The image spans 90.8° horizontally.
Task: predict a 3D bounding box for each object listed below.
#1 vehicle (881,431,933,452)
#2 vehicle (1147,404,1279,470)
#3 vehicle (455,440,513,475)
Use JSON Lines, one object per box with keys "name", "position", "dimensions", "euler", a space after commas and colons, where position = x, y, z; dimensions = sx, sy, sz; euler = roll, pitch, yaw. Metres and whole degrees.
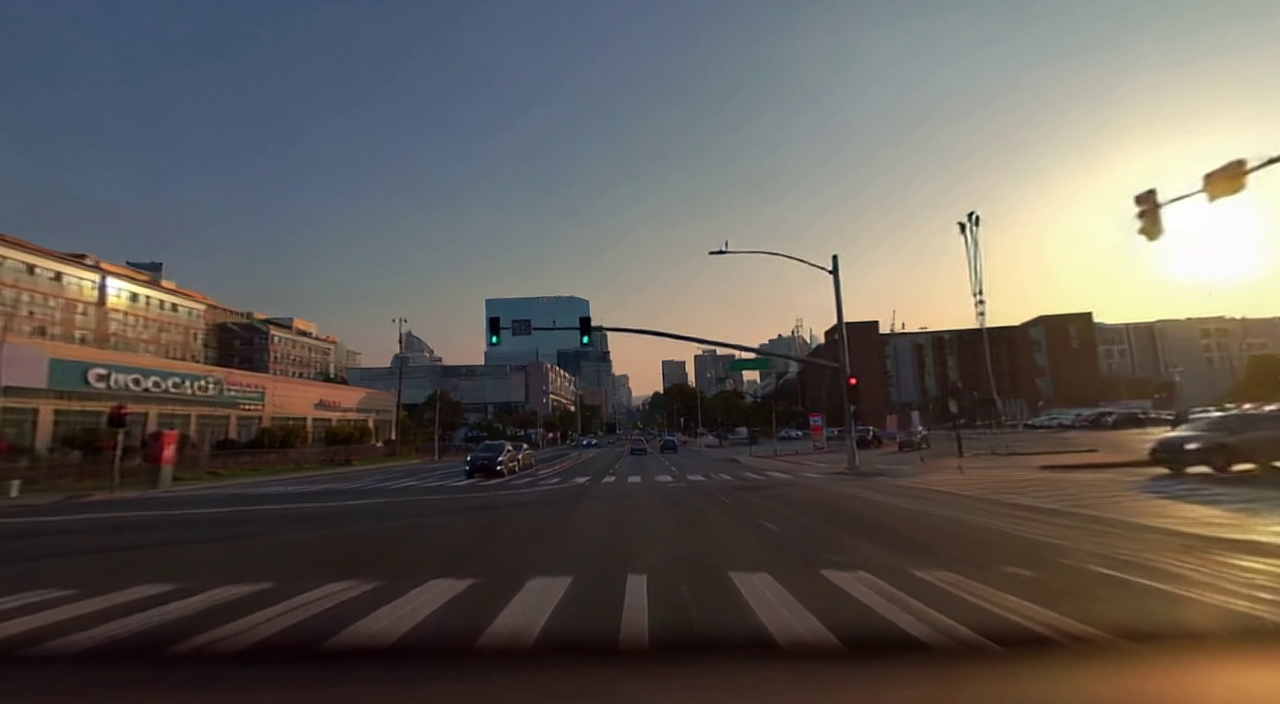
{"name": "vehicle", "position": [20.228, 6.800, 47.725], "dimensions": [2.094, 1.488, 4.433], "euler": [-8, -12, 43]}
{"name": "vehicle", "position": [16.466, 2.209, 16.386], "dimensions": [4.727, 1.585, 2.066], "euler": [-1, -8, 2]}
{"name": "vehicle", "position": [-8.517, 5.757, 34.957], "dimensions": [1.946, 1.710, 5.044], "euler": [-1, -8, 0]}
